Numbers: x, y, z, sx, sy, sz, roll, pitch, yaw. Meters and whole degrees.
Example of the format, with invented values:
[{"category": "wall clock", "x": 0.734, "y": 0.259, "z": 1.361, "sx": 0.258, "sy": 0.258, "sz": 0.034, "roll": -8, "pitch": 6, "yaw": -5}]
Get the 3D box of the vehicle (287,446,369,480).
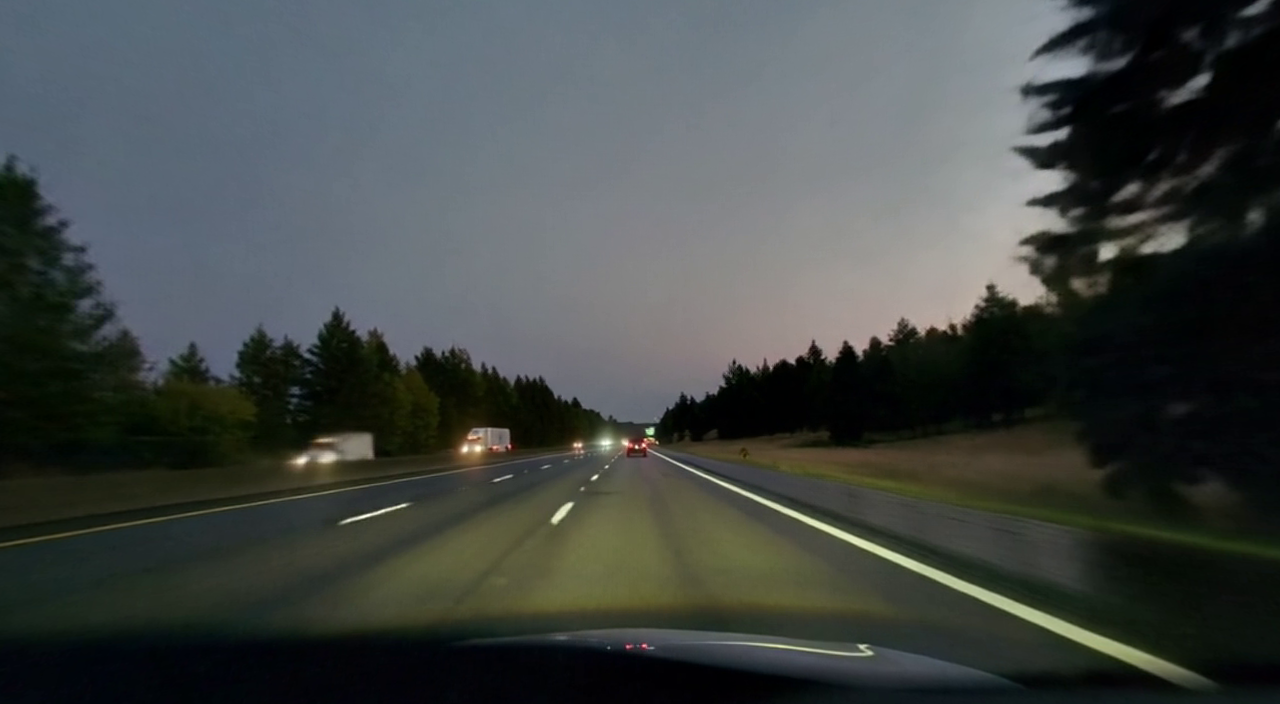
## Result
[{"category": "vehicle", "x": -14.531, "y": 5.148, "z": 29.525, "sx": 1.852, "sy": 1.454, "sz": 3.973, "roll": 0, "pitch": -8, "yaw": -1}]
